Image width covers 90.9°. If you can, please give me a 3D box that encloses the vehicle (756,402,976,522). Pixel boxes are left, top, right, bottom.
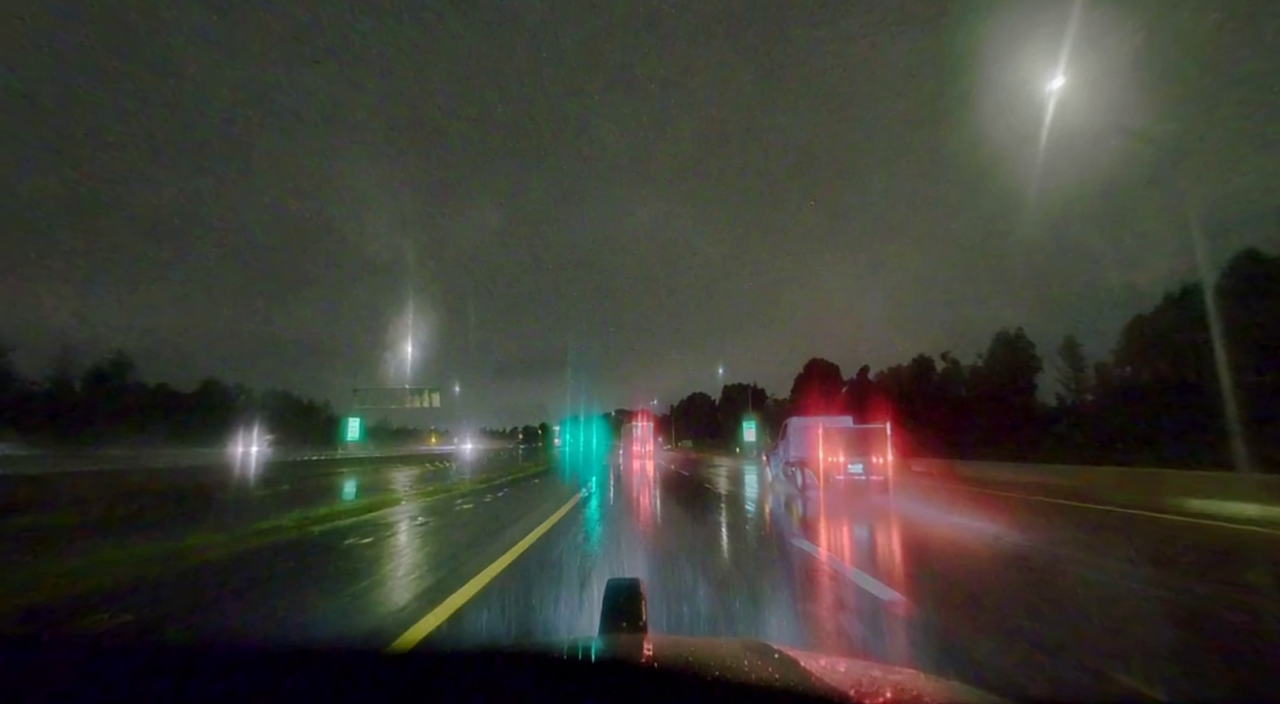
[{"bbox_3d":[4.270,2.216,13.304,2.383,1.959,5.669,0,-8,-2],"label":"vehicle"}]
